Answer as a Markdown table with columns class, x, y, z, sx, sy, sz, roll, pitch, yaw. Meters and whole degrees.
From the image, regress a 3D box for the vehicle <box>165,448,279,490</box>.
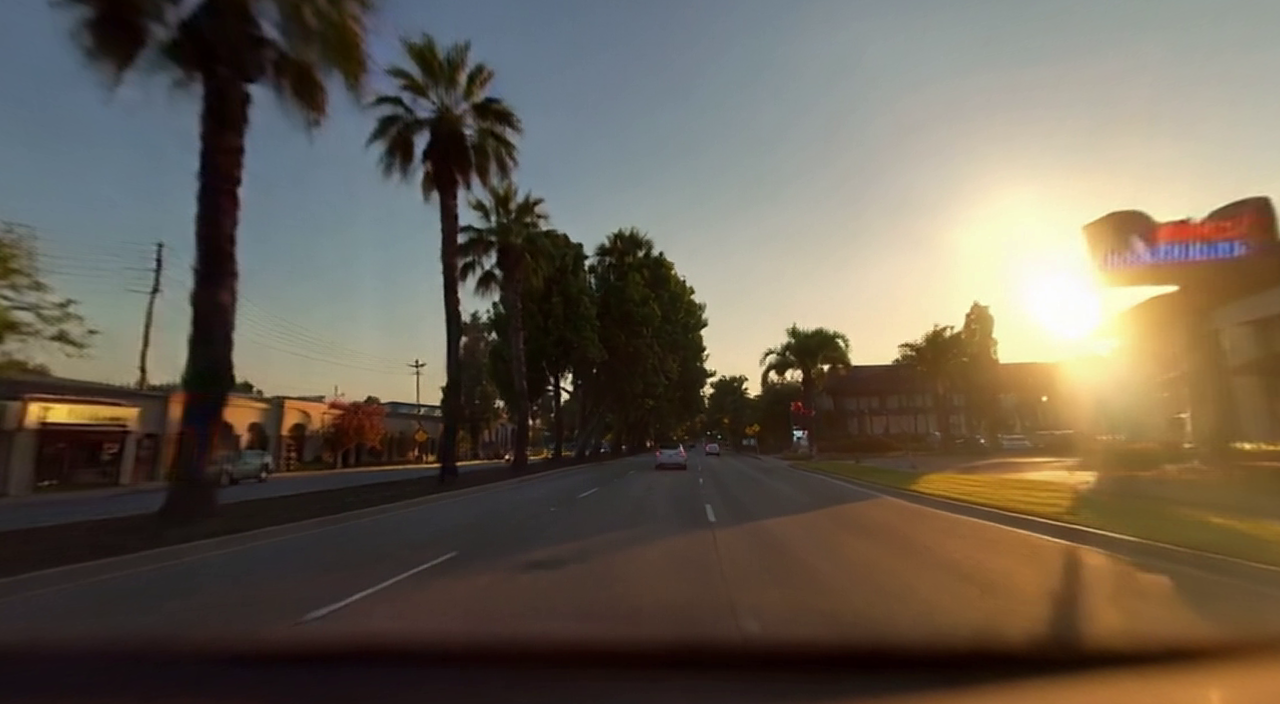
| class | x | y | z | sx | sy | sz | roll | pitch | yaw |
| --- | --- | --- | --- | --- | --- | --- | --- | --- | --- |
| vehicle | -21.022 | 5.854 | 32.065 | 2.294 | 1.935 | 4.783 | -1 | -8 | 3 |

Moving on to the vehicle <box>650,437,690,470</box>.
| class | x | y | z | sx | sy | sz | roll | pitch | yaw |
| --- | --- | --- | --- | --- | --- | --- | --- | --- | --- |
| vehicle | 1.787 | 5.766 | 36.062 | 2.147 | 1.745 | 4.648 | -1 | -8 | 5 |

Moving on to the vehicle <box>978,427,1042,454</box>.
| class | x | y | z | sx | sy | sz | roll | pitch | yaw |
| --- | --- | --- | --- | --- | --- | --- | --- | --- | --- |
| vehicle | 26.746 | 6.475 | 45.908 | 2.194 | 1.840 | 4.659 | -1 | -9 | 6 |
